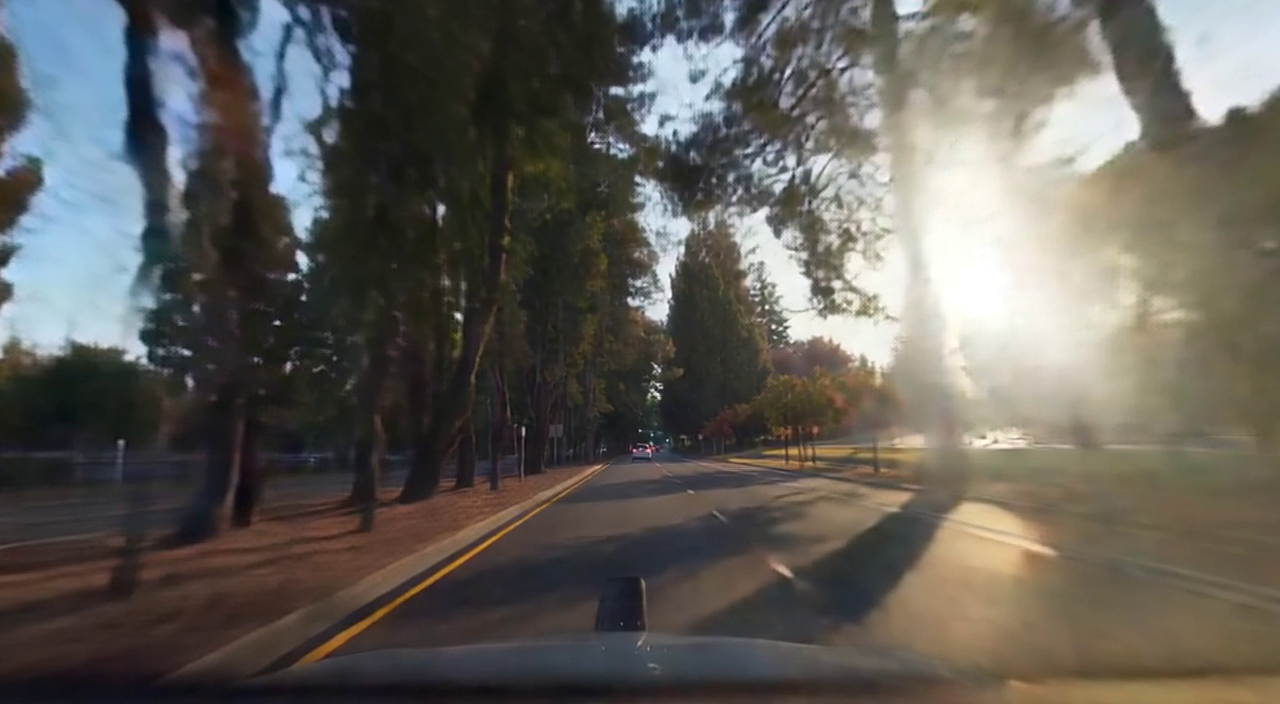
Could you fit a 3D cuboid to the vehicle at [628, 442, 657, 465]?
[{"bbox_3d":[0.172,7.619,47.636,2.048,1.584,4.393,0,-8,0],"label":"vehicle"}]
